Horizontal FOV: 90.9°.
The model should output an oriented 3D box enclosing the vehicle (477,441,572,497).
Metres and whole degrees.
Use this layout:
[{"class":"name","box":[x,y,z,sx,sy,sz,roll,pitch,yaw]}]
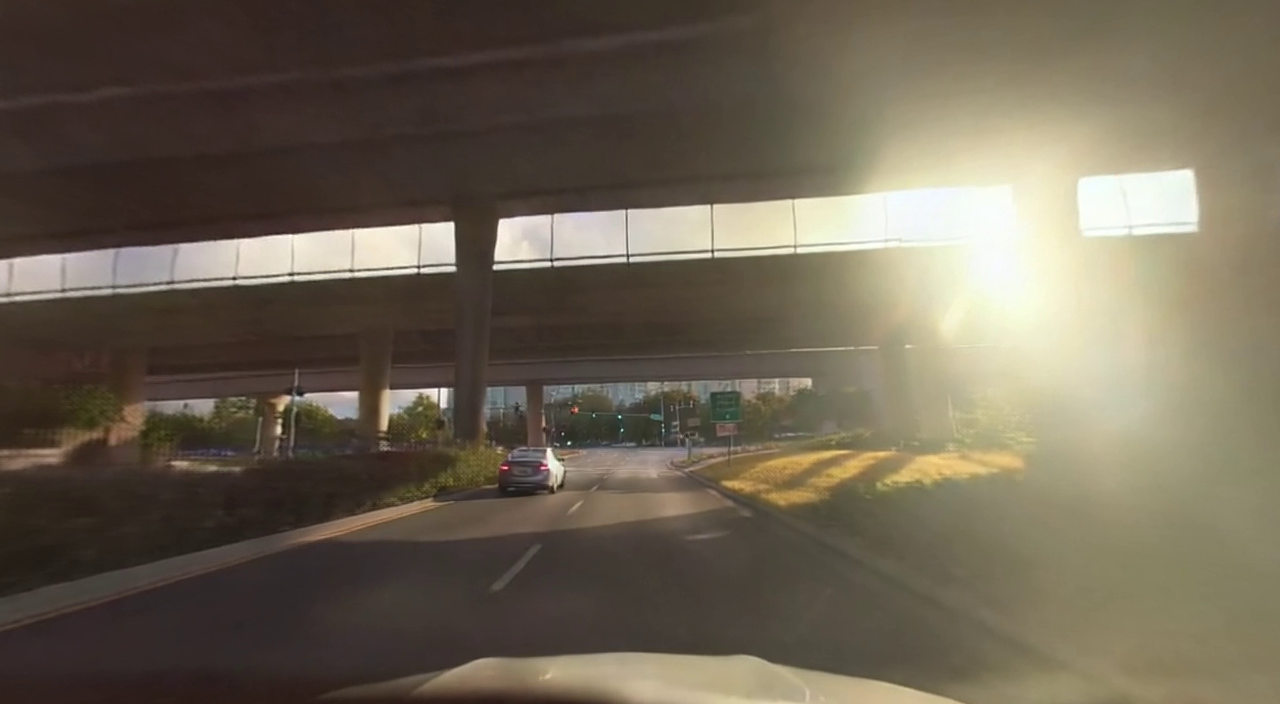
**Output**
[{"class":"vehicle","box":[-3.307,3.467,19.029,1.963,1.460,4.614,0,-9,1]}]
